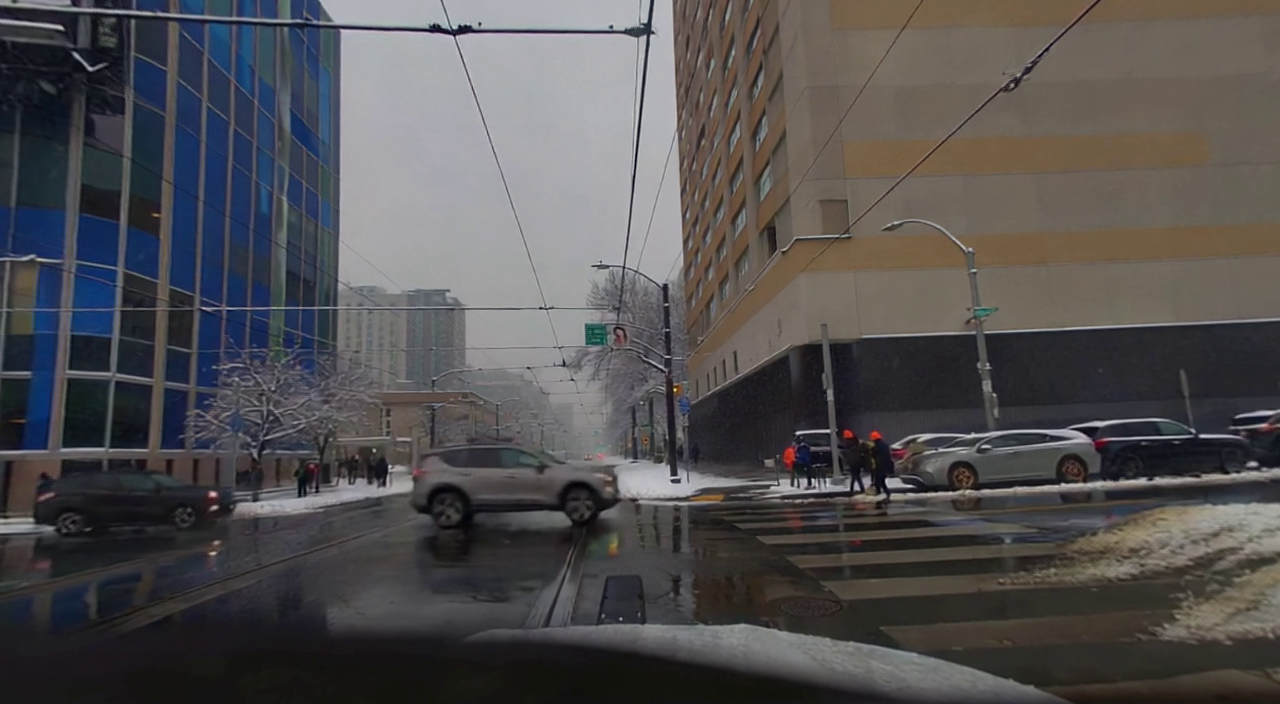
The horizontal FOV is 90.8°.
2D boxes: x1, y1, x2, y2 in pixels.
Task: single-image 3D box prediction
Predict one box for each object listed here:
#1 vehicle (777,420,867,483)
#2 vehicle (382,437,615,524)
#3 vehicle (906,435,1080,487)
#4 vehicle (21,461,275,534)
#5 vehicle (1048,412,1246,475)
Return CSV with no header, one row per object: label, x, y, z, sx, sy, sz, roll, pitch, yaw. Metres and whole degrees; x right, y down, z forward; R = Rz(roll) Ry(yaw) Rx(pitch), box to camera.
vehicle,7.513,4.102,26.624,2.316,2.425,4.466,1,-7,-2
vehicle,-2.932,2.779,13.914,4.629,1.696,2.098,1,-11,-7
vehicle,11.388,3.518,20.546,4.697,1.510,1.596,0,-9,-4
vehicle,-12.183,3.609,15.951,4.637,1.624,1.927,0,-9,-4
vehicle,16.753,3.044,21.064,4.944,1.946,1.952,0,-8,-3
